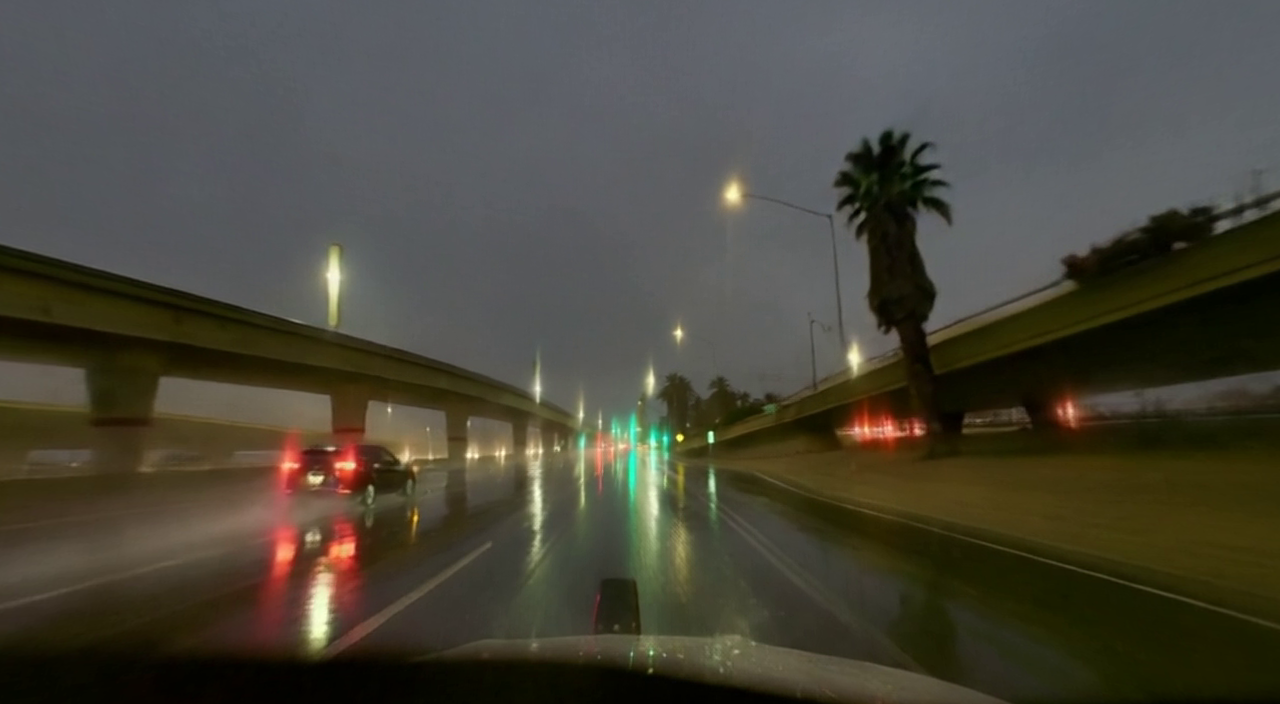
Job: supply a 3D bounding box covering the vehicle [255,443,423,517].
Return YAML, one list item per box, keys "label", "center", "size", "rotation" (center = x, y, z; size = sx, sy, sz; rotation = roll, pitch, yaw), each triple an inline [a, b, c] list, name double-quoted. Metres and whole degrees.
- label: "vehicle"
  center: [-6.908, 2.945, 15.116]
  size: [1.914, 1.503, 4.268]
  rotation: [0, -9, 0]

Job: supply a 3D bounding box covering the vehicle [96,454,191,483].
- label: "vehicle"
  center: [-28.847, 6.736, 36.893]
  size: [1.897, 1.522, 4.549]
  rotation: [0, -9, -1]
